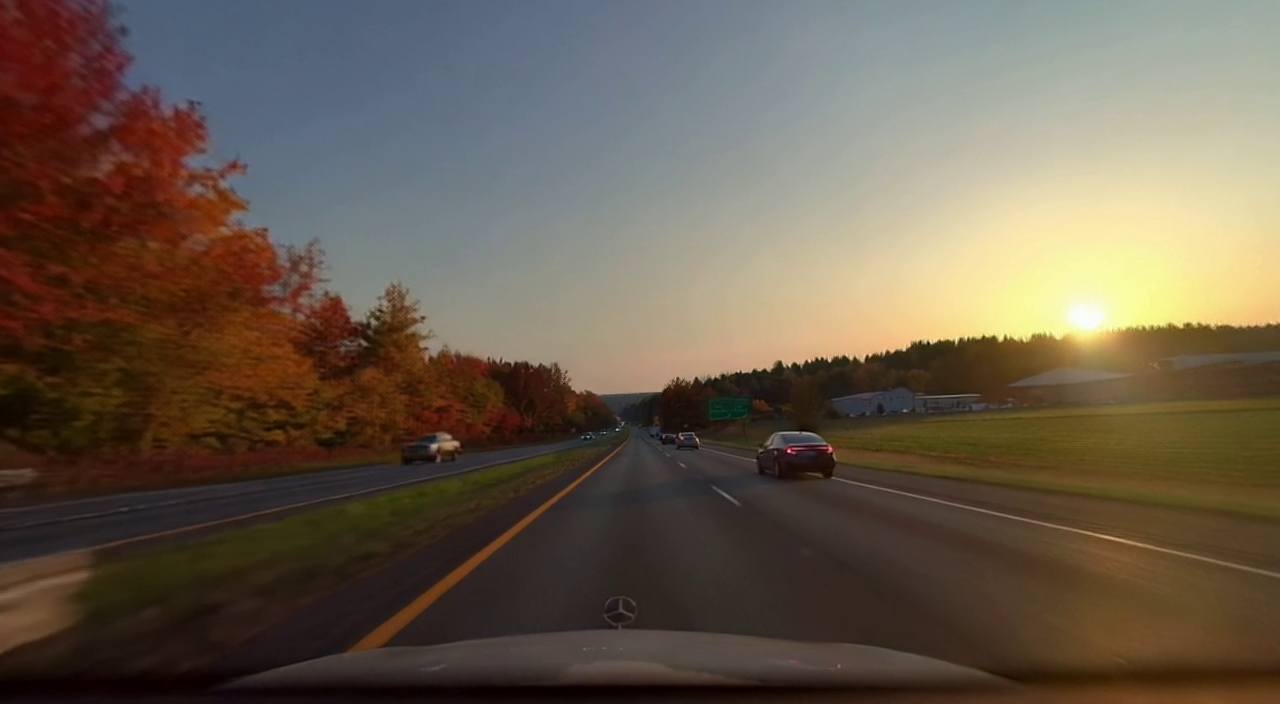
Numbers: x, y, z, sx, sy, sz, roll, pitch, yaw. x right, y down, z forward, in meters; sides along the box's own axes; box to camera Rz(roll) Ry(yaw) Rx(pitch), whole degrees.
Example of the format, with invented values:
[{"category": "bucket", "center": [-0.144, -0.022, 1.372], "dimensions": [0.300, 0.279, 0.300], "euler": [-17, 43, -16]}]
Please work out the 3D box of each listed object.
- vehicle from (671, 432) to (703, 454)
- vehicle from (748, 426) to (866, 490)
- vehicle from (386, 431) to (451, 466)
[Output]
[{"category": "vehicle", "center": [3.505, 6.904, 47.717], "dimensions": [2.057, 1.540, 4.158], "euler": [0, -8, -1]}, {"category": "vehicle", "center": [4.411, 2.863, 17.351], "dimensions": [2.024, 1.516, 4.197], "euler": [0, -8, -1]}, {"category": "vehicle", "center": [-12.253, 5.366, 35.084], "dimensions": [1.987, 1.778, 4.437], "euler": [0, -8, 0]}]
